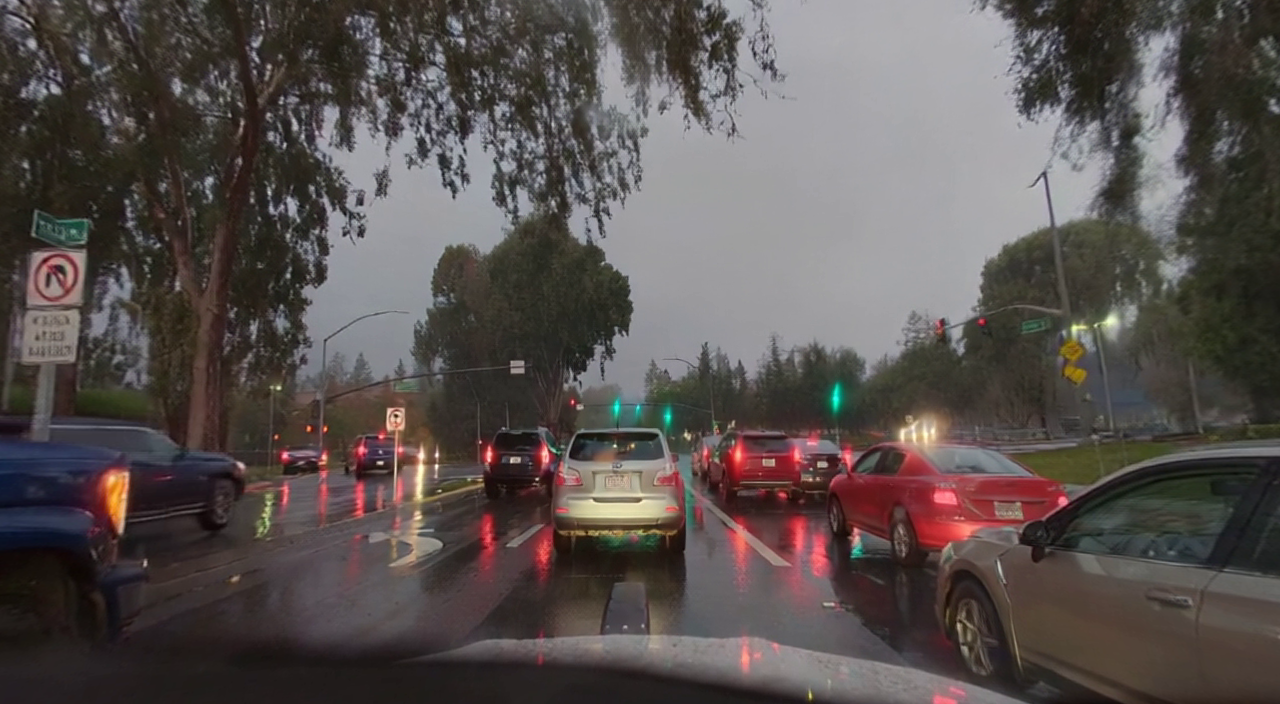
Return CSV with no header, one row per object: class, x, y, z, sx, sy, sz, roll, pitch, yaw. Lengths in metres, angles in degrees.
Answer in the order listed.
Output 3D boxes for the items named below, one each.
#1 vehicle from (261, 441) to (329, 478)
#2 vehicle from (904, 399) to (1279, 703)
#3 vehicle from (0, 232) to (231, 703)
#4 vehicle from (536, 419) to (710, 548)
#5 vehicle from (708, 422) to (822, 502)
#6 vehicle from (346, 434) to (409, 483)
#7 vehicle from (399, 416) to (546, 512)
vehicle,-18.702,5.748,34.051,2.256,1.799,4.831,6,-11,-38
vehicle,3.015,0.964,2.512,1.874,1.477,4.698,0,-8,0
vehicle,-3.474,0.354,0.300,2.656,2.021,5.800,0,-8,0
vehicle,-0.225,1.936,9.877,2.194,1.607,3.690,0,-8,0
vehicle,3.144,2.888,16.964,2.102,1.841,4.587,0,-8,0
vehicle,-10.765,4.298,25.799,2.088,1.787,4.728,3,-9,-23
vehicle,-3.633,2.525,14.660,2.089,1.857,4.488,0,-8,1
